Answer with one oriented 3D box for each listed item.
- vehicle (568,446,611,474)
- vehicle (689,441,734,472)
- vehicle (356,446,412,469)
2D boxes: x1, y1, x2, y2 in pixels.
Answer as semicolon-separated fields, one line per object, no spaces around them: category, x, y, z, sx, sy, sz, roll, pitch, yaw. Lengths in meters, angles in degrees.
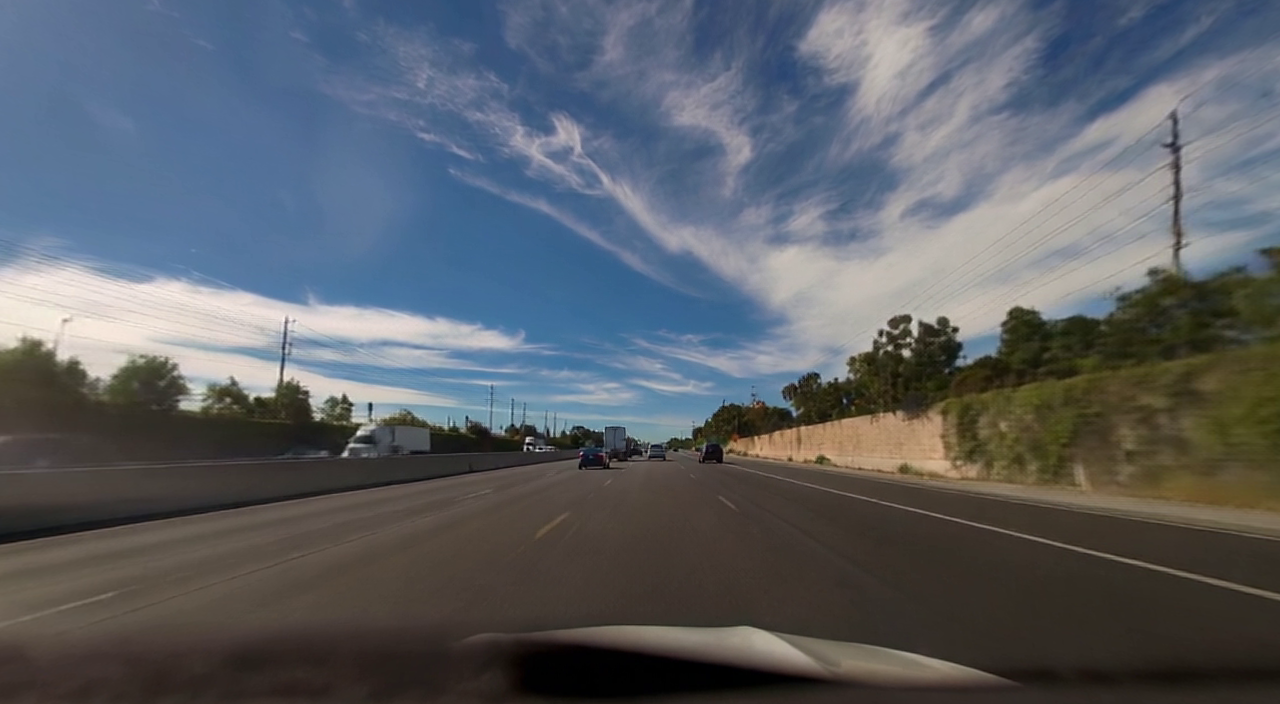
vehicle;-2.777;6.062;35.513;2.004;1.498;4.043;0;-9;1
vehicle;4.427;6.542;39.627;2.214;1.799;4.627;0;-9;-1
vehicle;-18.105;7.476;44.849;1.944;1.513;4.559;0;-9;2
